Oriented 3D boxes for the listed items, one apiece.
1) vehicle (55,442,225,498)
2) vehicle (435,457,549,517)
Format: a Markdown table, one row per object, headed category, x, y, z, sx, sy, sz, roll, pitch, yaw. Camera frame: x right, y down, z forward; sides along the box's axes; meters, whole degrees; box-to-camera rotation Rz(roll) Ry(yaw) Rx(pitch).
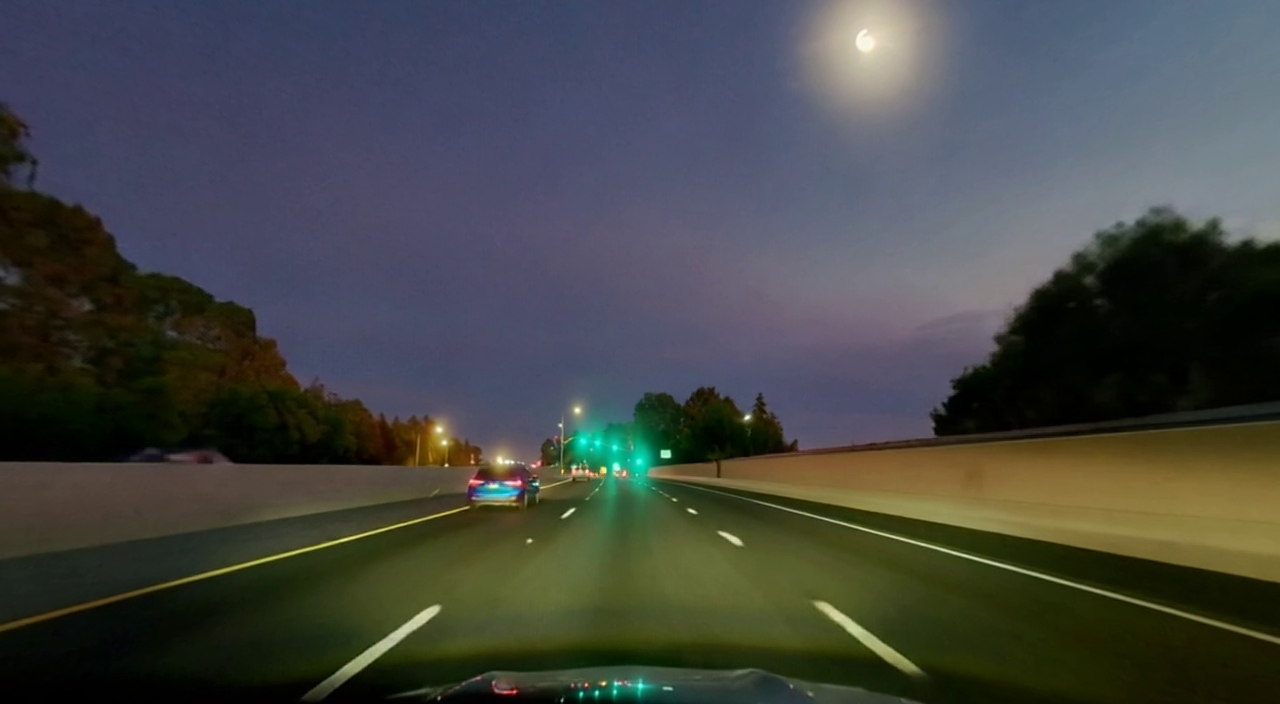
| category | x | y | z | sx | sy | sz | roll | pitch | yaw |
| --- | --- | --- | --- | --- | --- | --- | --- | --- | --- |
| vehicle | -15.520 | 3.725 | 19.934 | 1.904 | 1.529 | 4.206 | 1 | -11 | -1 |
| vehicle | -4.351 | 4.116 | 19.527 | 2.328 | 1.559 | 5.041 | 1 | -11 | -1 |
